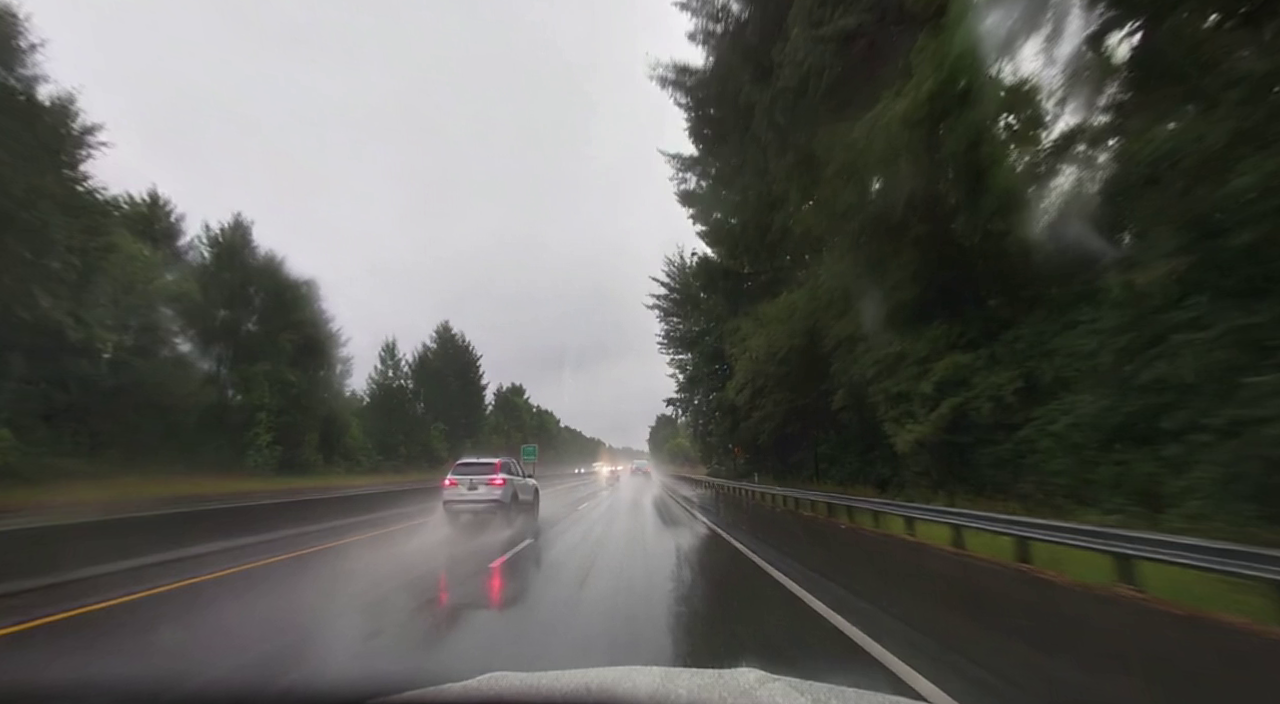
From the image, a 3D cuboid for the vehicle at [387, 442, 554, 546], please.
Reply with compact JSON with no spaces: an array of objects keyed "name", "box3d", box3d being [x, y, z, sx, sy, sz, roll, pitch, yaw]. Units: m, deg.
[{"name":"vehicle","box3d":[-3.191,2.832,12.989,2.124,1.705,4.440,1,-11,1]}]
